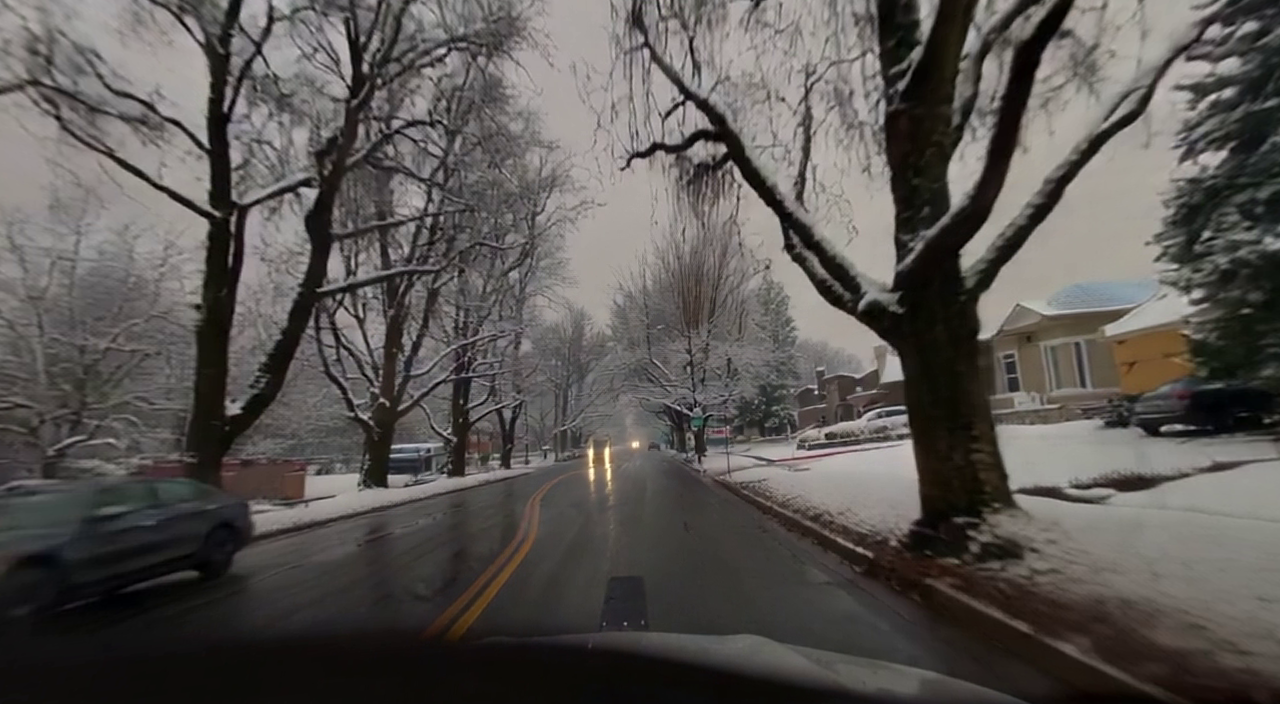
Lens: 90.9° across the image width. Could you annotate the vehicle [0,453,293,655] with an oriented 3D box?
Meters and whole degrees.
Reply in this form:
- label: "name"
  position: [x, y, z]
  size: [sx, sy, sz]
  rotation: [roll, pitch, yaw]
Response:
- label: "vehicle"
  position: [-5.835, 1.910, 6.550]
  size: [1.956, 1.452, 4.426]
  rotation: [-5, -8, 0]
